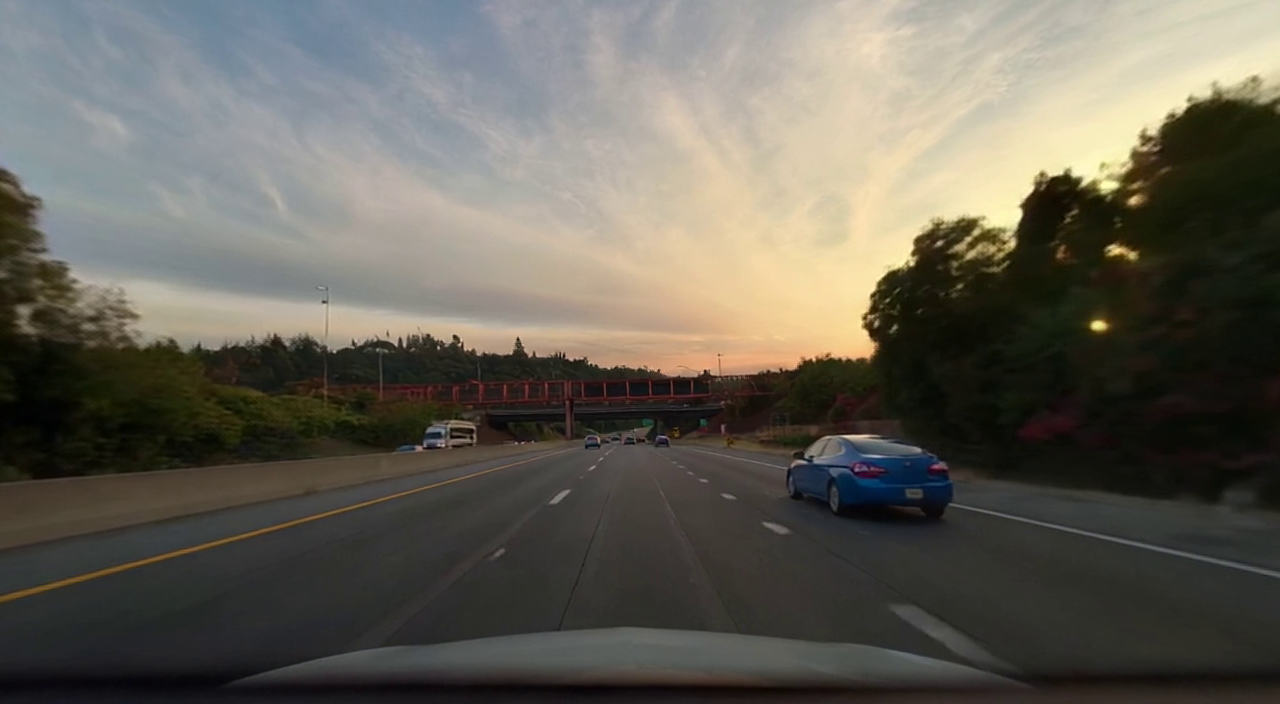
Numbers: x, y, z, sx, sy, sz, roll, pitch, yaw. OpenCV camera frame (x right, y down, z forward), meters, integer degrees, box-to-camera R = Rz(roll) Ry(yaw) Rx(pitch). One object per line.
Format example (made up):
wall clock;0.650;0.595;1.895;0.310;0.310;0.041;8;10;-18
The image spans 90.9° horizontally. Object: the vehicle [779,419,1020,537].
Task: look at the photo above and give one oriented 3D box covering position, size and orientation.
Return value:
vehicle;3.911;1.956;10.516;2.031;1.531;4.365;0;-8;-2
